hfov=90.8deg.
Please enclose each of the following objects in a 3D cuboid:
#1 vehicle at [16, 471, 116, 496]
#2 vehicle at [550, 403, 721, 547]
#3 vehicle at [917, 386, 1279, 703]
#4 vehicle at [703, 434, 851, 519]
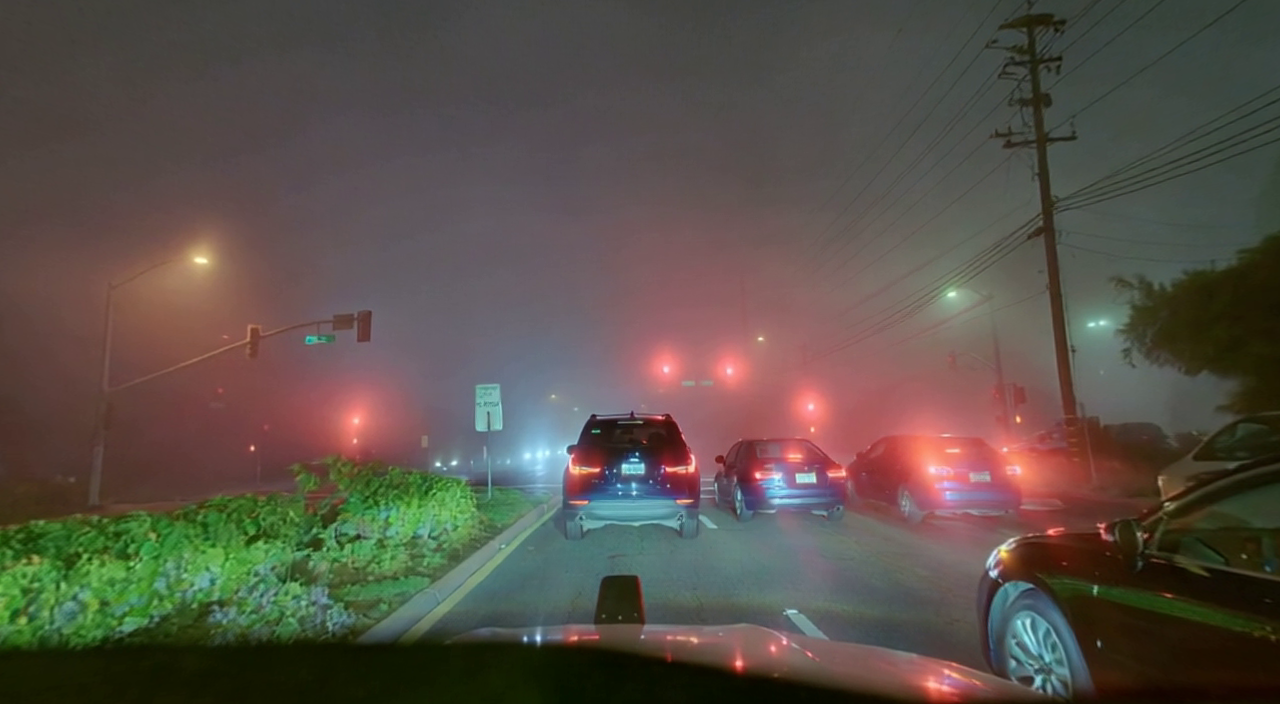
[{"bbox_3d":[-38.352,8.783,42.318,4.569,1.505,1.992,0,-9,-5],"label":"vehicle"},{"bbox_3d":[-0.129,1.971,10.770,2.236,1.856,4.816,0,-9,-2],"label":"vehicle"},{"bbox_3d":[2.730,0.824,1.686,2.004,1.460,4.297,0,-9,0],"label":"vehicle"},{"bbox_3d":[2.654,2.535,13.439,2.025,1.477,4.333,0,-9,-2],"label":"vehicle"}]
